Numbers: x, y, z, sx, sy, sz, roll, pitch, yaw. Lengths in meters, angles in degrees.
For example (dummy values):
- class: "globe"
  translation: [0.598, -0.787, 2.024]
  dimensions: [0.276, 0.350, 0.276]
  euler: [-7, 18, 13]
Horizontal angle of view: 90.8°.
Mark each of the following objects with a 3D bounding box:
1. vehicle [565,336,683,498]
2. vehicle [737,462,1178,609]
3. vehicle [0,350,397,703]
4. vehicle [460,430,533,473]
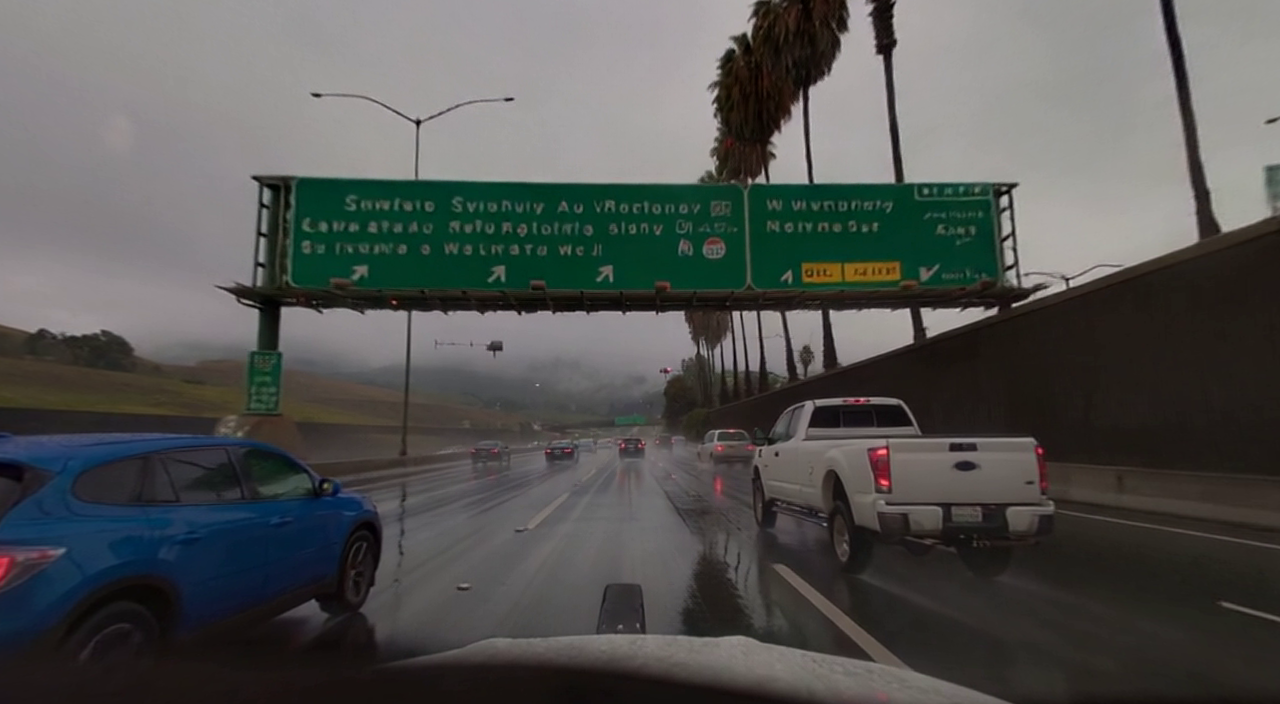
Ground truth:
- class: "vehicle"
  translation: [-0.352, 2.410, 21.183]
  dimensions: [2.906, 4.040, 10.743]
  euler: [0, -9, 1]
- class: "vehicle"
  translation: [3.028, 1.984, 7.966]
  dimensions: [2.635, 1.036, 5.568]
  euler: [0, -9, -1]
- class: "vehicle"
  translation: [-3.232, 1.074, 3.826]
  dimensions: [1.885, 1.654, 4.103]
  euler: [0, -9, 0]
- class: "vehicle"
  translation: [-7.106, 5.002, 31.961]
  dimensions: [2.344, 1.954, 5.579]
  euler: [0, -9, 0]
